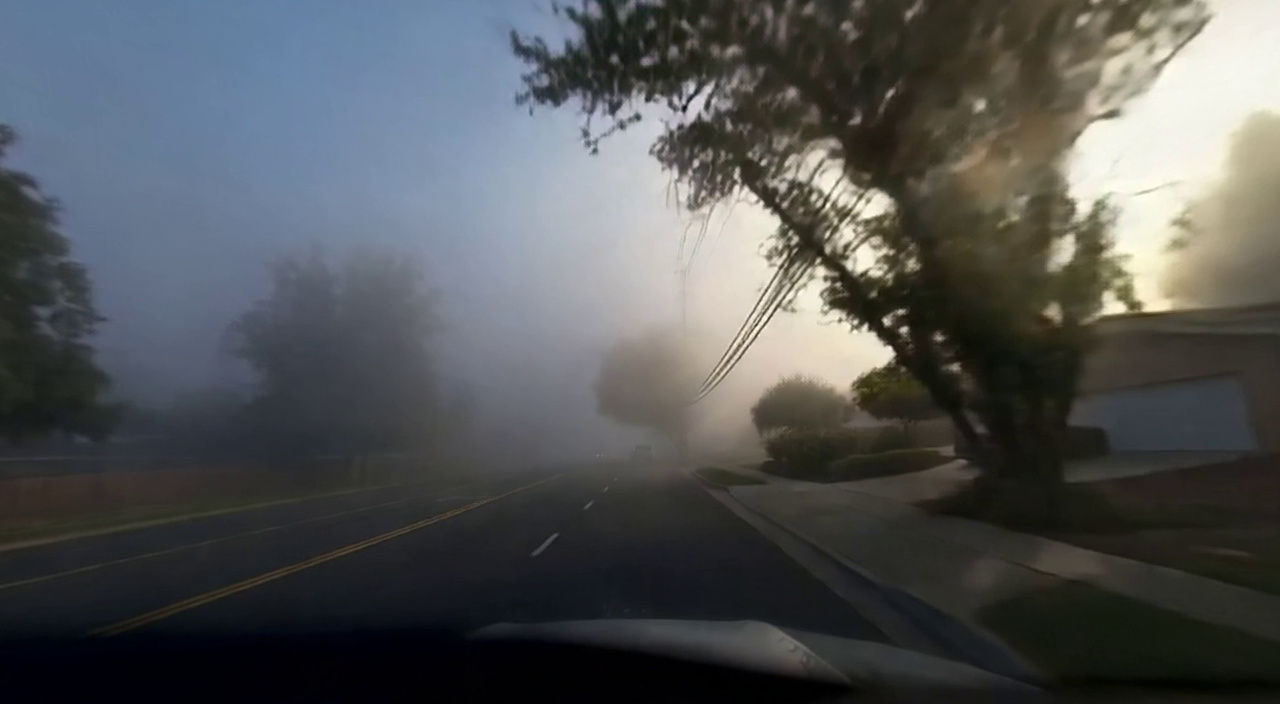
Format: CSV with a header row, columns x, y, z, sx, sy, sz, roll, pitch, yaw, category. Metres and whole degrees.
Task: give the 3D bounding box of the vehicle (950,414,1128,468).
x,y,z,sx,sy,sz,roll,pitch,yaw,category
11.579,2.636,18.524,3.992,1.486,1.727,0,-9,1,vehicle
